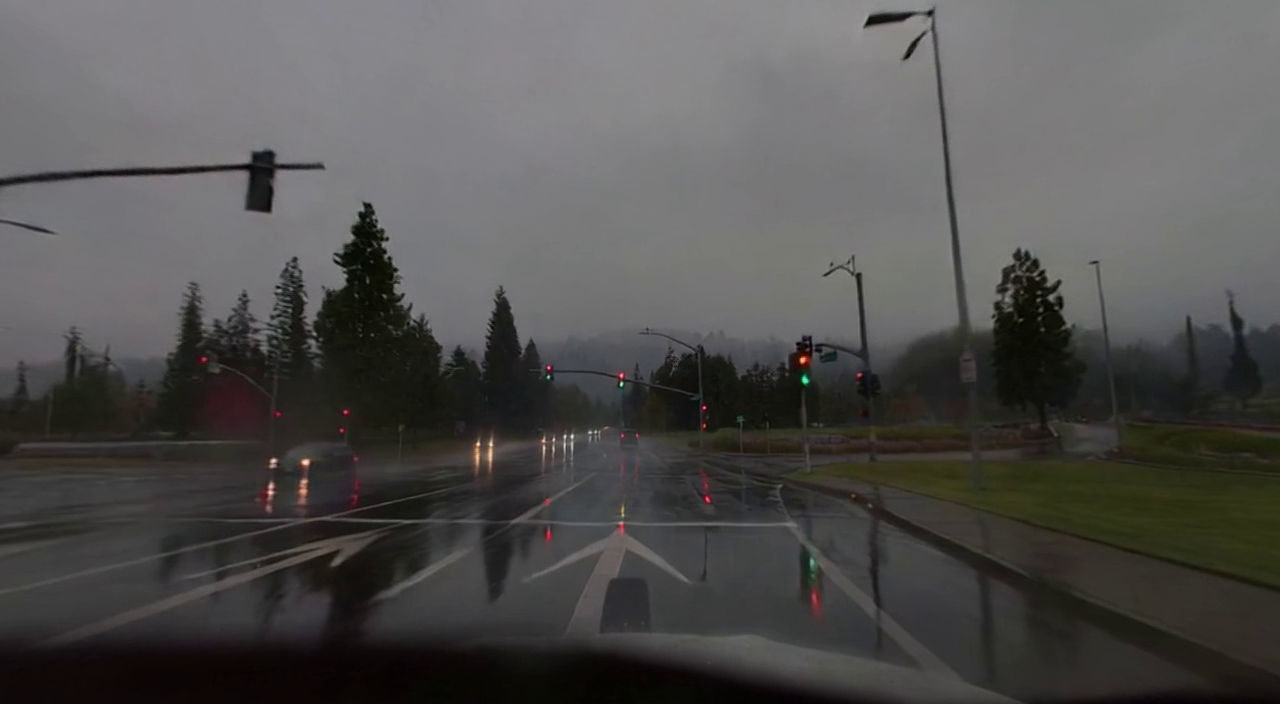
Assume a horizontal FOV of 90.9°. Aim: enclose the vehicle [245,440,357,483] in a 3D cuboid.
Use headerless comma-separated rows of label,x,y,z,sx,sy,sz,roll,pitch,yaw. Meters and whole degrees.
vehicle,-13.105,4.232,24.724,1.969,1.500,4.417,0,-8,-1
